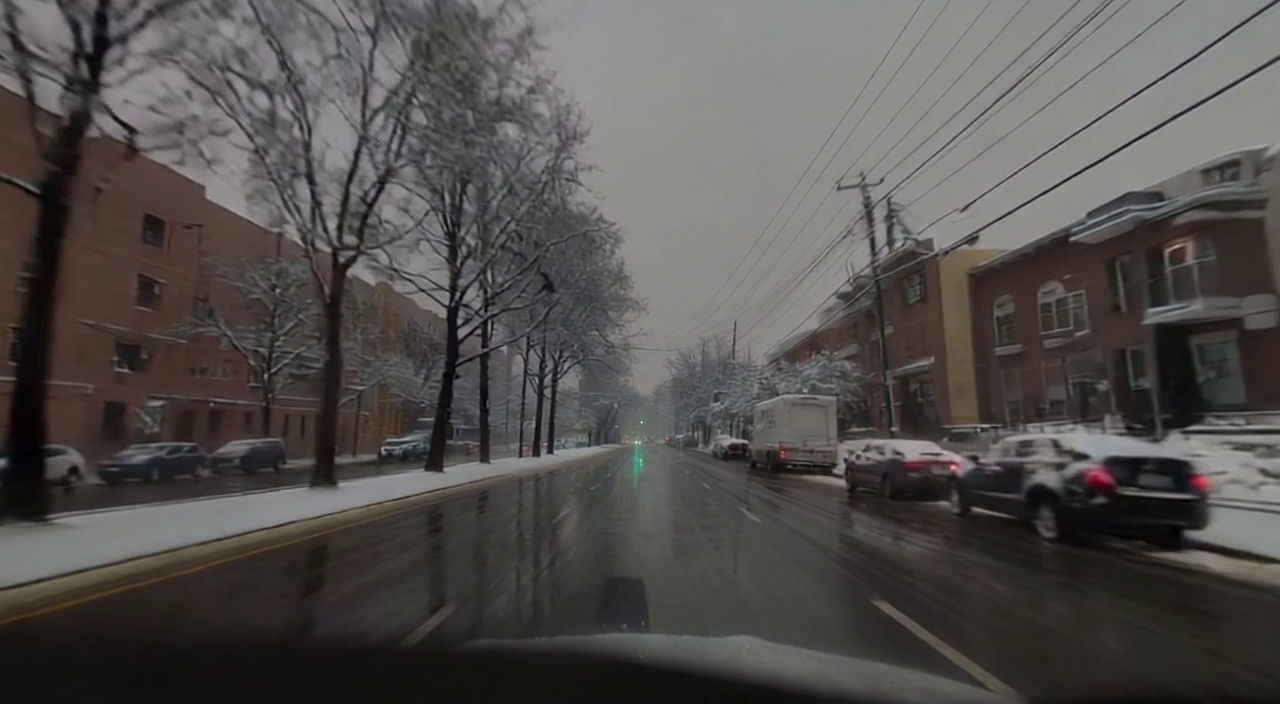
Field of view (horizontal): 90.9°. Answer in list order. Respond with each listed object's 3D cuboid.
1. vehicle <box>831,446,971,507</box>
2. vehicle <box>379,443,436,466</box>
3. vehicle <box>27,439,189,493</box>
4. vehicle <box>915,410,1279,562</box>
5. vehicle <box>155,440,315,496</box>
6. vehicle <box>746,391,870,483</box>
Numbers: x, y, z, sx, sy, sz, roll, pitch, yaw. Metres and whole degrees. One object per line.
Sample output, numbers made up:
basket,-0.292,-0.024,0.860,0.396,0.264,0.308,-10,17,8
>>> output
vehicle,6.805,3.254,17.050,1.762,1.414,4.540,0,-8,-1
vehicle,-15.094,6.663,41.143,1.863,1.440,4.771,0,-8,1
vehicle,-22.164,4.844,26.645,2.327,2.006,5.039,-1,-11,1
vehicle,6.926,2.045,10.481,2.258,1.845,5.381,0,-8,0
vehicle,-12.029,3.440,19.155,1.853,1.498,4.465,0,-8,0
vehicle,6.921,3.803,27.655,2.761,3.342,8.958,0,-9,-1
